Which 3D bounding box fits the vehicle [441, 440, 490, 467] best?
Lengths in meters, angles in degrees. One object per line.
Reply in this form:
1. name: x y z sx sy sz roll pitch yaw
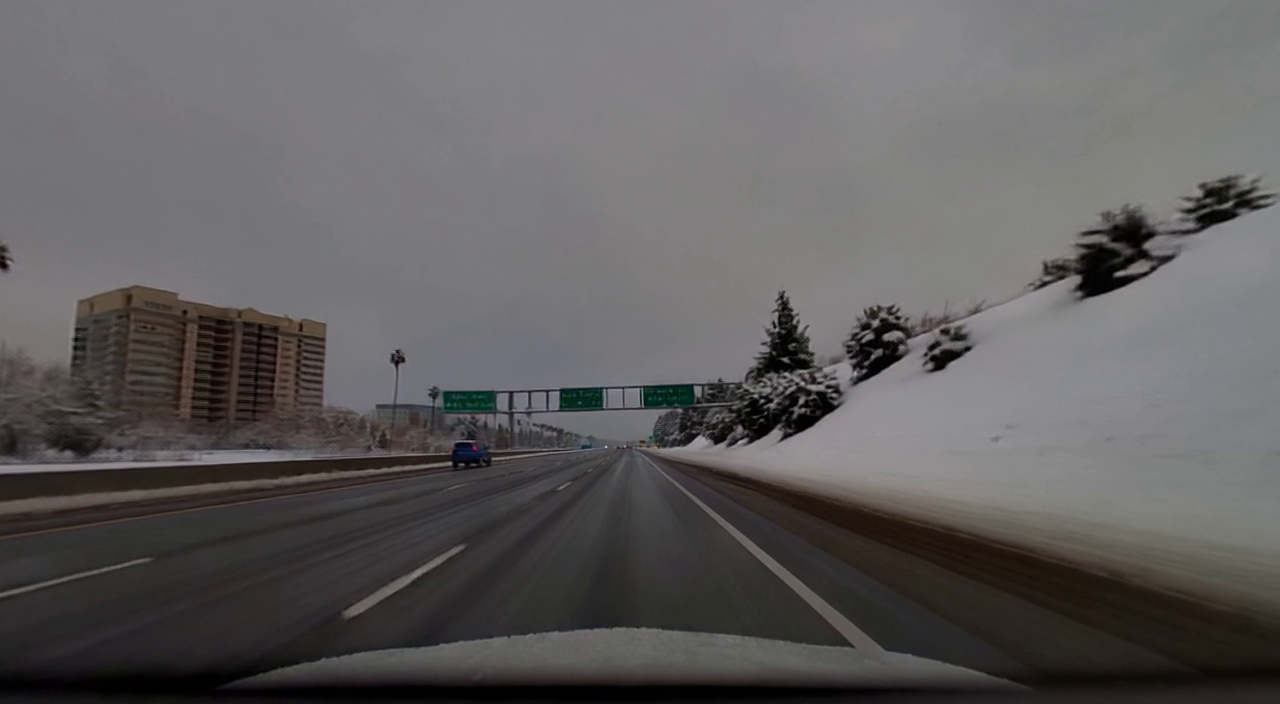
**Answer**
1. vehicle: -11.882 6.946 43.293 2.016 1.754 4.543 0 -8 0
